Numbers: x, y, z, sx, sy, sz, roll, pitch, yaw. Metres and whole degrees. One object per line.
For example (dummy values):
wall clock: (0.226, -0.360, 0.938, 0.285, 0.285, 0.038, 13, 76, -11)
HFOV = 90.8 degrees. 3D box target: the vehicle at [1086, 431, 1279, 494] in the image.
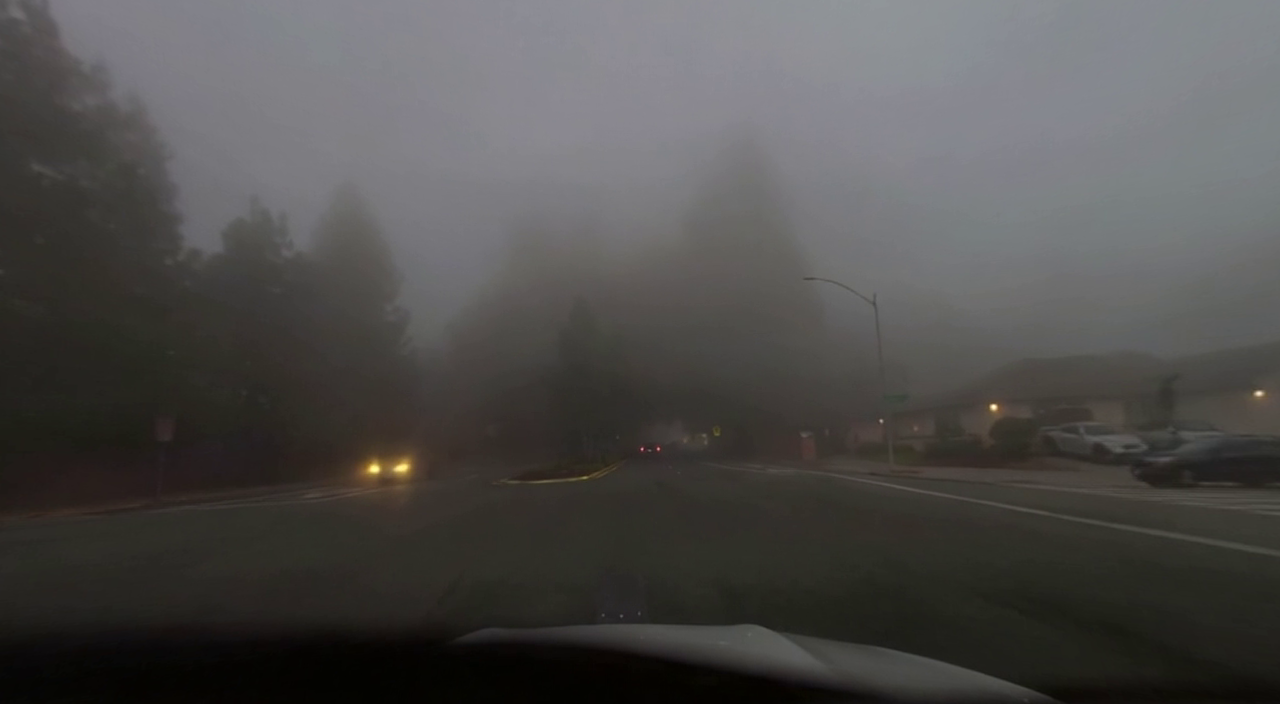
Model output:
vehicle: (15.977, 3.133, 18.092, 4.696, 1.651, 2.218, -3, -9, 20)

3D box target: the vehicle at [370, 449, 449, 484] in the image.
vehicle: (-10.486, 5.215, 29.117, 1.960, 1.465, 4.194, 0, -9, 2)
